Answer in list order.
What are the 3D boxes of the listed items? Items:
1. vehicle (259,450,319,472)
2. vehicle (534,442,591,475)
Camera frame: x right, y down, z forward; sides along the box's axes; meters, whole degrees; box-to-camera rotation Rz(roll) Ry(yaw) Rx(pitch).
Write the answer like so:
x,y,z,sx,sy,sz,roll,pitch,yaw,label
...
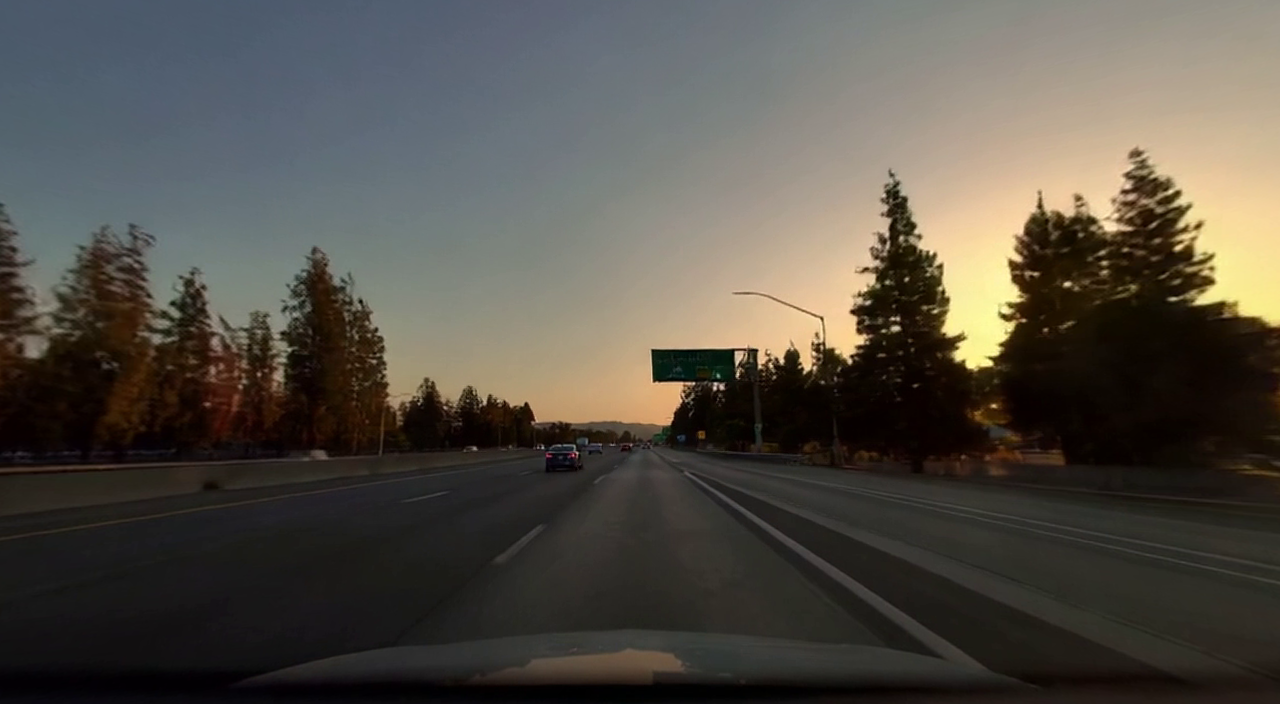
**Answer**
x,y,z,sx,sy,sz,roll,pitch,yaw,label
-24.437,7.603,44.016,1.755,1.407,4.053,0,-8,2,vehicle
-3.563,4.989,29.787,2.128,1.450,4.078,0,-8,1,vehicle
